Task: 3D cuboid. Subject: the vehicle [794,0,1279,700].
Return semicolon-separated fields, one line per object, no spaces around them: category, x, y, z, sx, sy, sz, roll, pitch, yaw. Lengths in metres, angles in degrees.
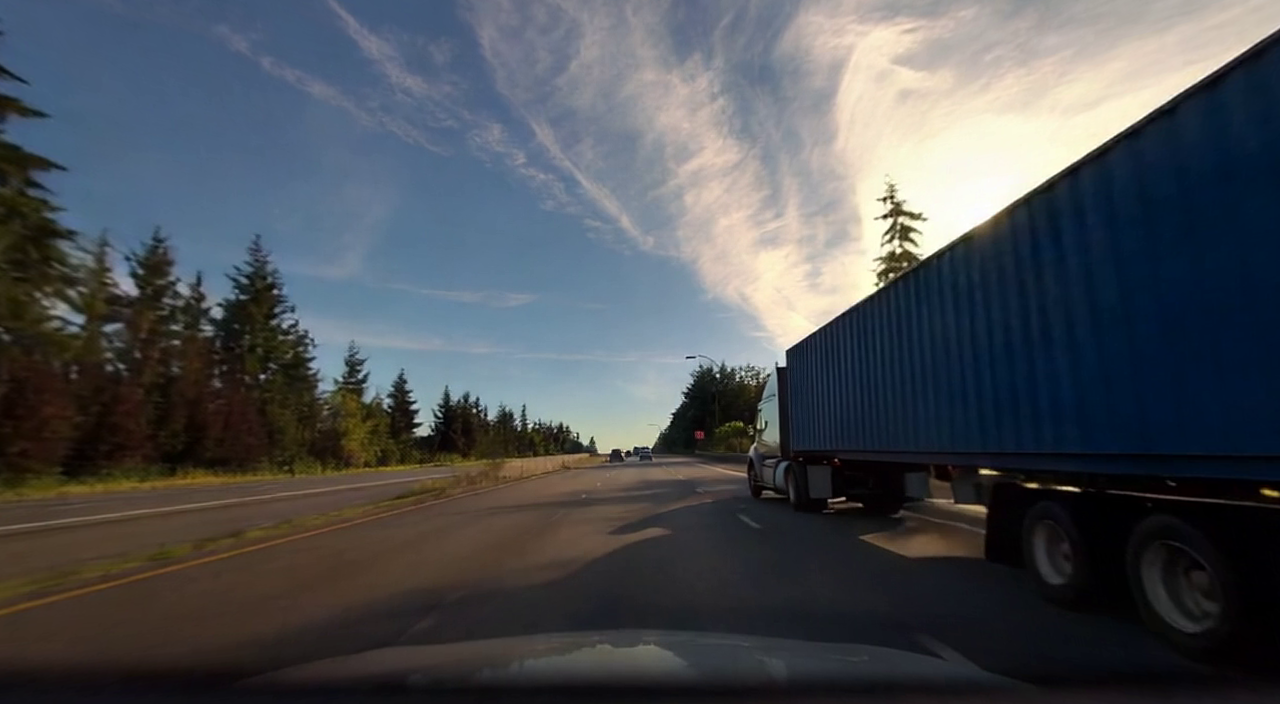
vehicle;4.707;0.287;6.659;2.821;4.046;12.876;0;-9;0
